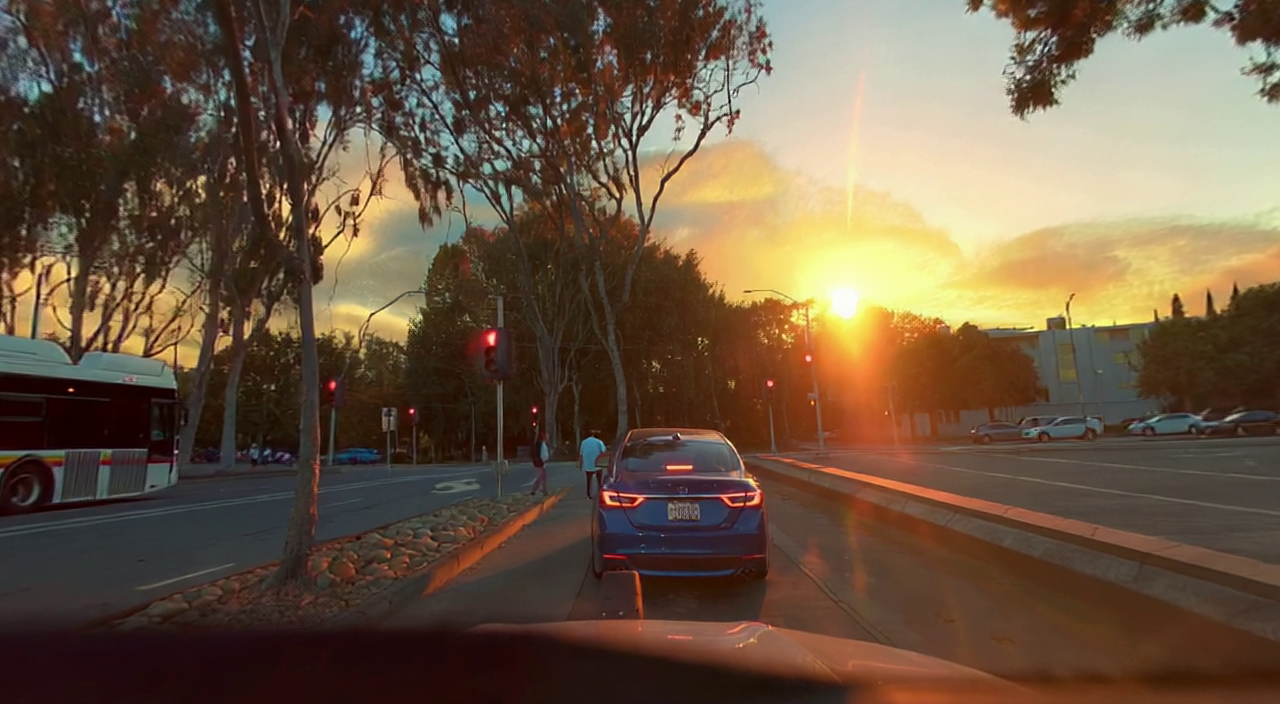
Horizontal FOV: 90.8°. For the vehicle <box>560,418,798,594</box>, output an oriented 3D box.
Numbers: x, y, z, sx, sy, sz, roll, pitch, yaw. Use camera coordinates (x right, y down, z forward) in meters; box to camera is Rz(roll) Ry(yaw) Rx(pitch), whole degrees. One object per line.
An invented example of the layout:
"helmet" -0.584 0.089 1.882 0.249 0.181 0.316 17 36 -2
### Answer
"vehicle" 0.372 1.609 7.396 2.035 1.499 3.799 0 -8 1
